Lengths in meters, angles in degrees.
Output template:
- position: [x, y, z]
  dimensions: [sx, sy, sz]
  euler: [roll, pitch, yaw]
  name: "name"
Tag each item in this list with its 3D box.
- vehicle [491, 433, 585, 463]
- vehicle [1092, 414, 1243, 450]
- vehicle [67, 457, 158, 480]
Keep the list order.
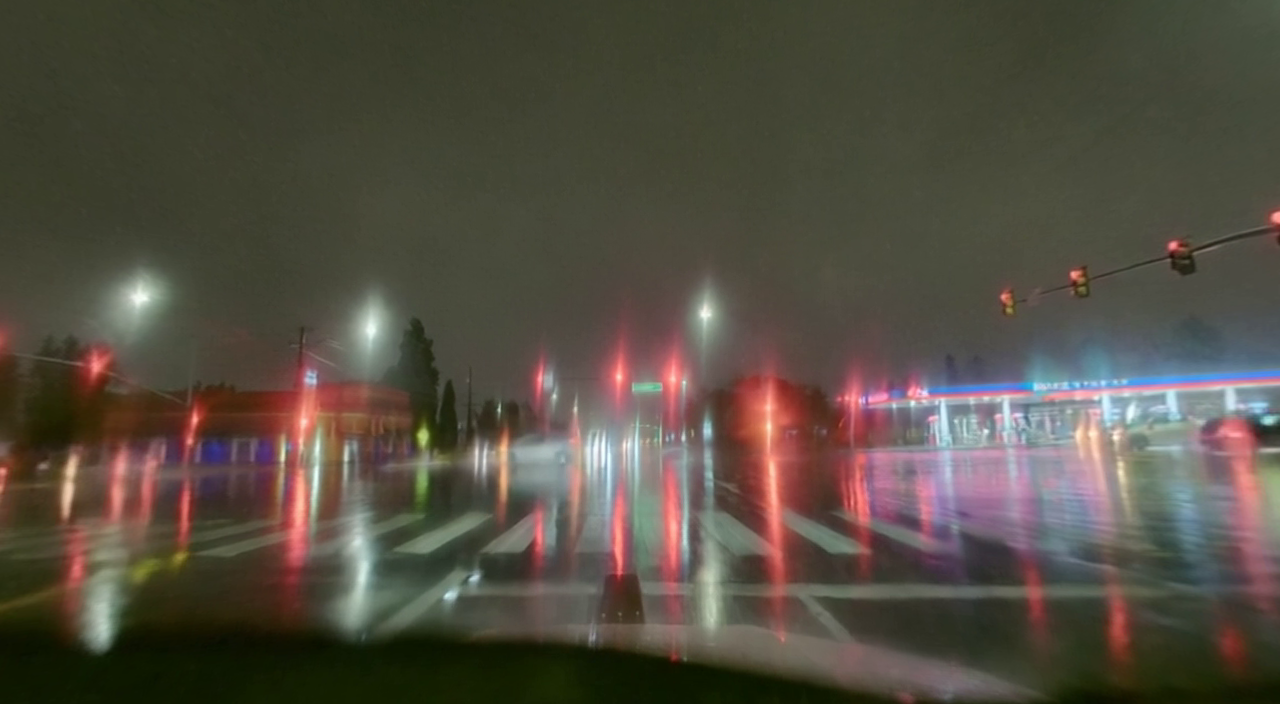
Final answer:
- position: [-6.739, 6.398, 41.858]
  dimensions: [5.789, 1.893, 2.169]
  euler: [-1, -8, 4]
  name: "vehicle"
- position: [22.776, 3.507, 27.310]
  dimensions: [4.696, 1.483, 1.898]
  euler: [-1, -8, 3]
  name: "vehicle"
- position: [-36.240, 7.990, 43.287]
  dimensions: [4.737, 1.479, 1.831]
  euler: [-1, -8, 3]
  name: "vehicle"
